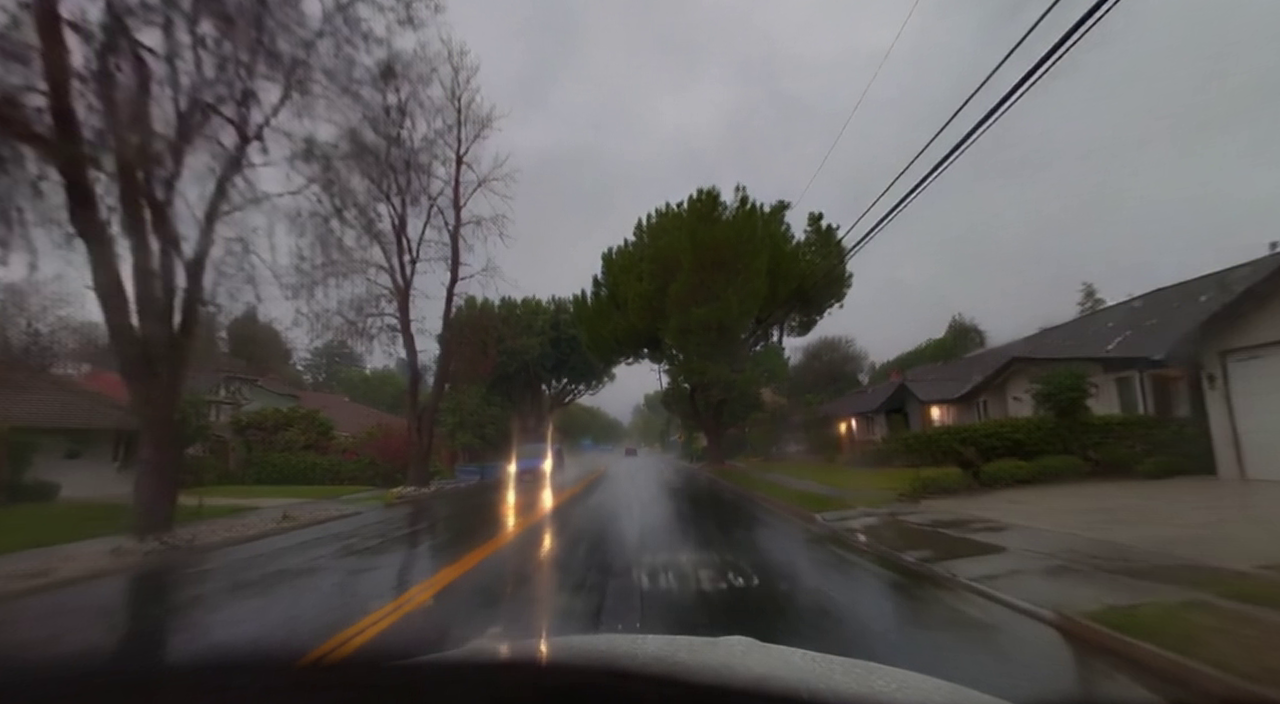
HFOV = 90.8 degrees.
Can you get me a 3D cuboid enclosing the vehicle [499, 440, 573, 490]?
[{"bbox_3d":[-4.107,4.554,25.808,2.161,1.798,4.627,0,-9,1],"label":"vehicle"}]
